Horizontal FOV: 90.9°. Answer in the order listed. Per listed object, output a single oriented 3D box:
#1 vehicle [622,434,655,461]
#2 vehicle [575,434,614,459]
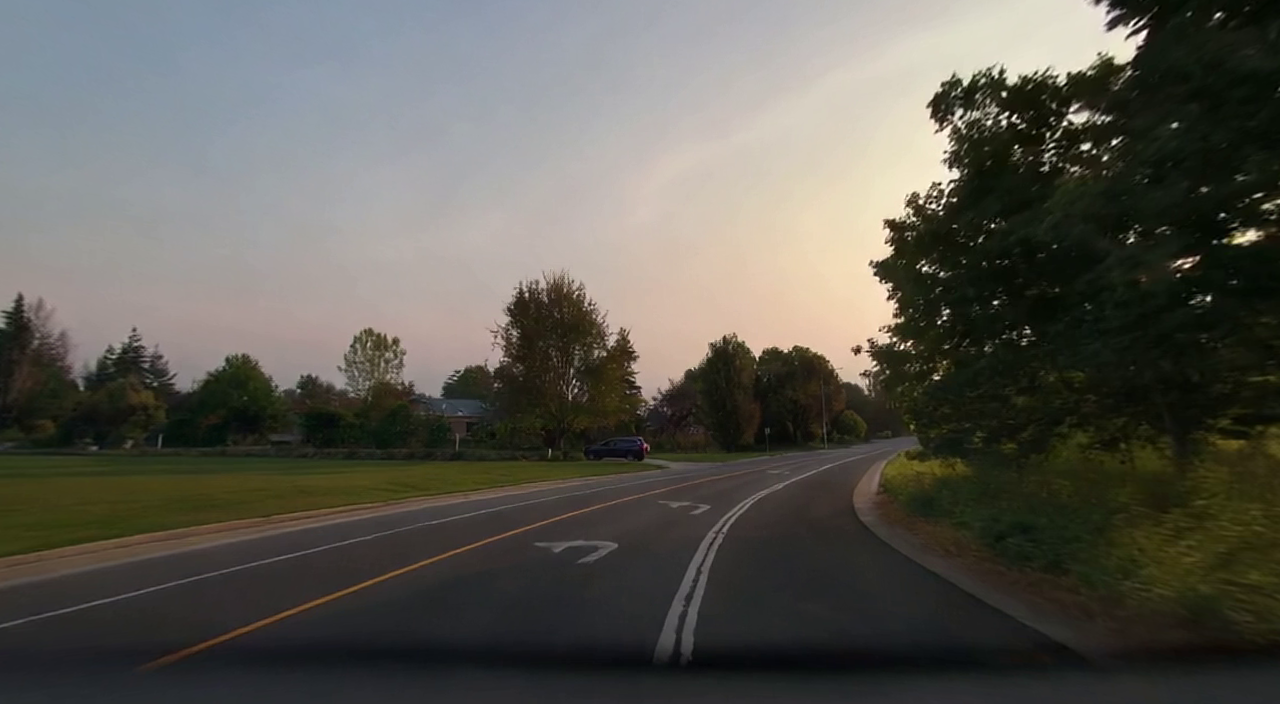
[{"bbox_3d":[-0.182,6.927,45.606,2.244,1.796,5.170,0,-9,-2],"label":"vehicle"},{"bbox_3d":[-3.445,7.030,46.916,2.192,1.740,4.521,2,-9,-13],"label":"vehicle"}]
